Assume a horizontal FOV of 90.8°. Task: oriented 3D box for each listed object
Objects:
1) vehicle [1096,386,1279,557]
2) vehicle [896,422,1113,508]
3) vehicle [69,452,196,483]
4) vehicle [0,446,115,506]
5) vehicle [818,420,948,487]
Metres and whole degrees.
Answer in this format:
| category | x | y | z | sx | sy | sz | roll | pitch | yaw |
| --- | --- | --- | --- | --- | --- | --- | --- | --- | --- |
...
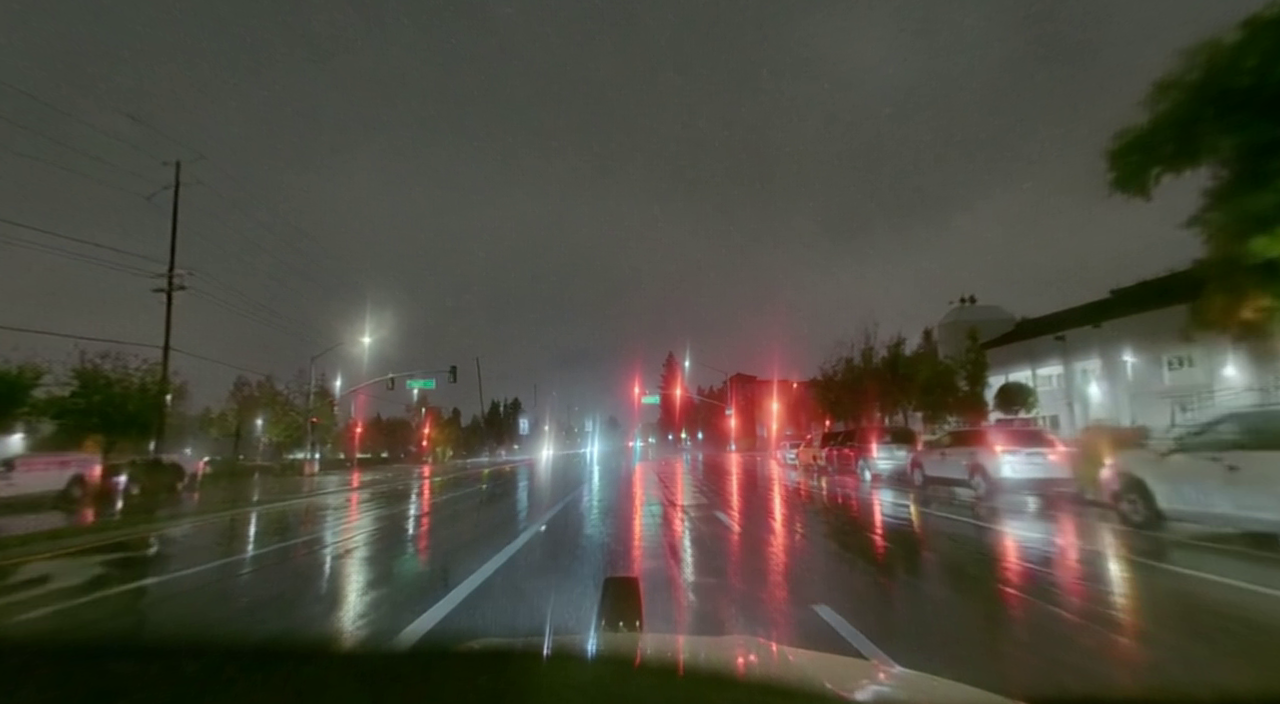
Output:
| category | x | y | z | sx | sy | sz | roll | pitch | yaw |
| --- | --- | --- | --- | --- | --- | --- | --- | --- | --- |
| vehicle | 8.168 | 1.417 | 7.573 | 1.870 | 1.912 | 4.657 | 0 | -8 | 0 |
| vehicle | 7.960 | 2.517 | 14.503 | 1.987 | 1.628 | 4.712 | 0 | -8 | -3 |
| vehicle | -29.002 | 6.600 | 36.236 | 5.352 | 1.644 | 2.387 | -1 | -8 | 4 |
| vehicle | -22.258 | 4.394 | 22.312 | 2.328 | 1.929 | 6.055 | -4 | -8 | 0 |
| vehicle | 7.679 | 3.280 | 20.691 | 2.130 | 1.877 | 5.334 | 0 | -8 | 0 |
